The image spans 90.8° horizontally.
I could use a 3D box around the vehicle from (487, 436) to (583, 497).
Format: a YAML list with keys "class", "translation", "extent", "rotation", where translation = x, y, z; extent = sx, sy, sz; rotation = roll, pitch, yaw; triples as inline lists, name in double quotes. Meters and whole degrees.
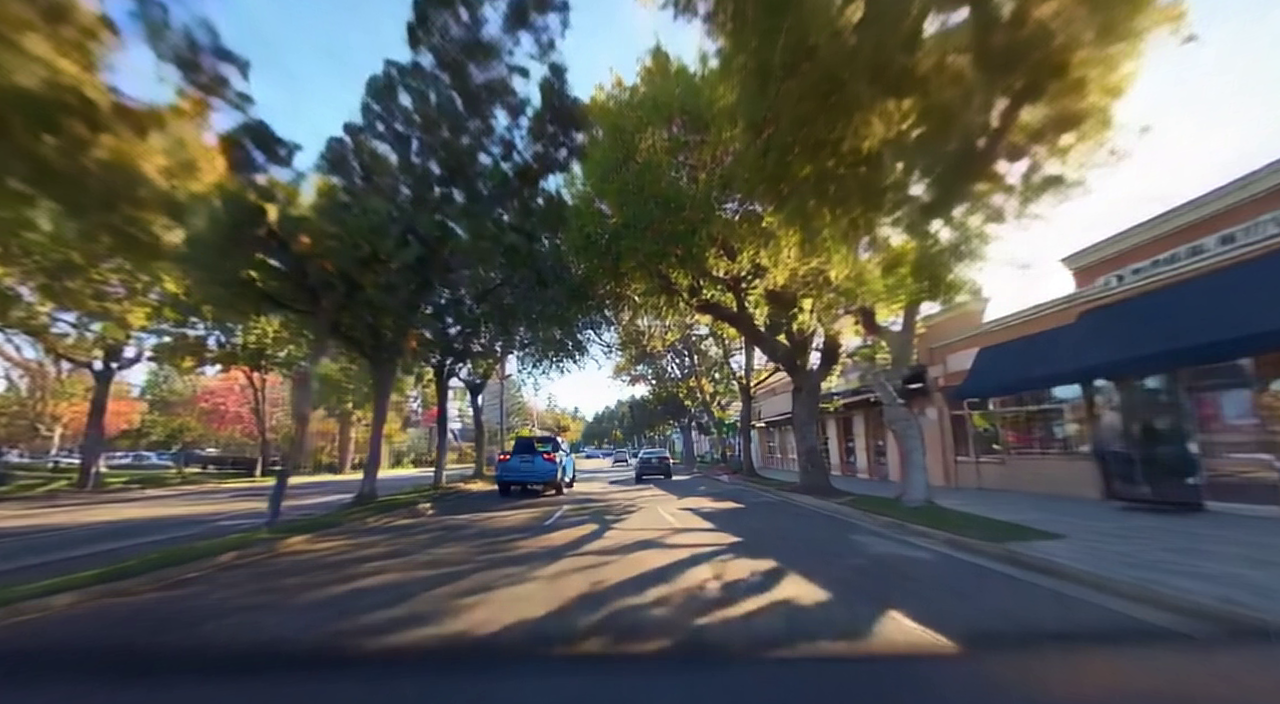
- class: "vehicle"
  translation: [-3.320, 3.769, 21.212]
  extent: [2.464, 1.777, 5.128]
  rotation: [0, -9, -2]

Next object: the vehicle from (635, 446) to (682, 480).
- class: "vehicle"
  translation: [0.801, 5.282, 30.336]
  extent: [2.103, 1.487, 4.101]
  rotation: [0, -9, 0]
